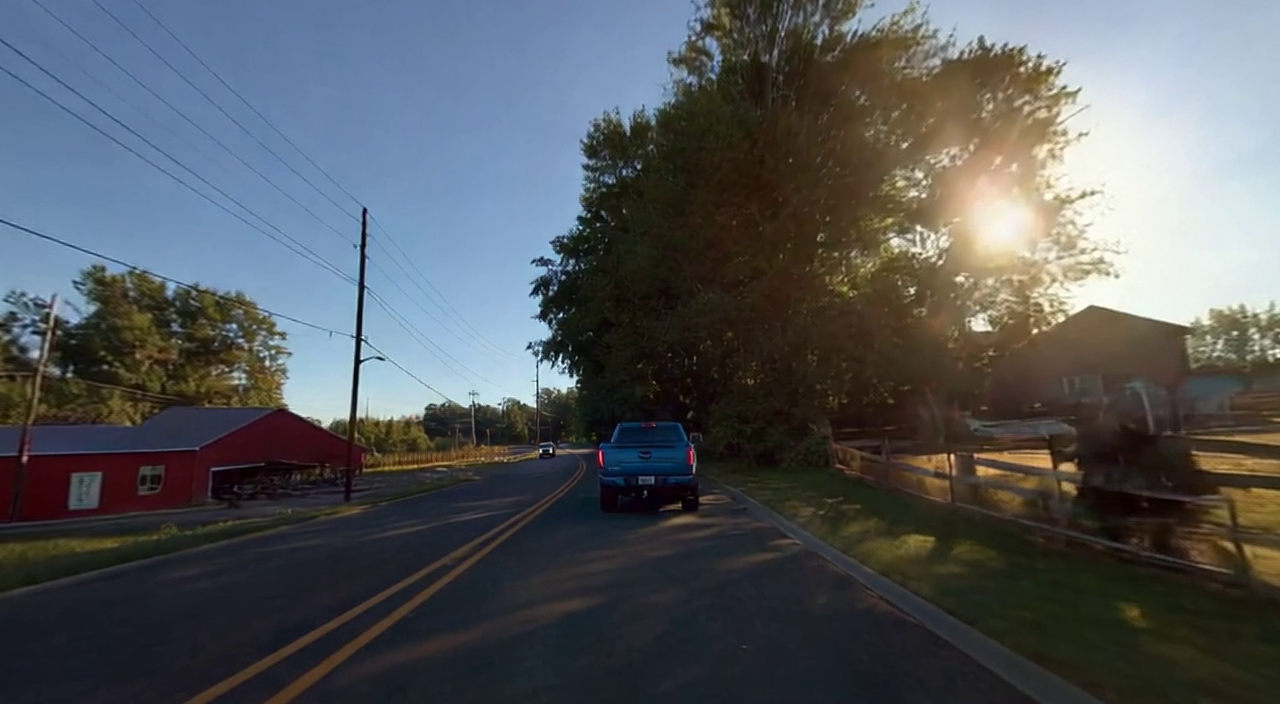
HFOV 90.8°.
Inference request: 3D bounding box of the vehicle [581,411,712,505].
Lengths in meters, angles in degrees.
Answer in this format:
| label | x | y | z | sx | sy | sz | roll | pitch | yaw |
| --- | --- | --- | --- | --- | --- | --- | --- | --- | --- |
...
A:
| label | x | y | z | sx | sy | sz | roll | pitch | yaw |
| --- | --- | --- | --- | --- | --- | --- | --- | --- | --- |
| vehicle | 0.007 | 2.662 | 16.288 | 2.693 | 1.941 | 6.356 | 0 | -9 | -2 |
